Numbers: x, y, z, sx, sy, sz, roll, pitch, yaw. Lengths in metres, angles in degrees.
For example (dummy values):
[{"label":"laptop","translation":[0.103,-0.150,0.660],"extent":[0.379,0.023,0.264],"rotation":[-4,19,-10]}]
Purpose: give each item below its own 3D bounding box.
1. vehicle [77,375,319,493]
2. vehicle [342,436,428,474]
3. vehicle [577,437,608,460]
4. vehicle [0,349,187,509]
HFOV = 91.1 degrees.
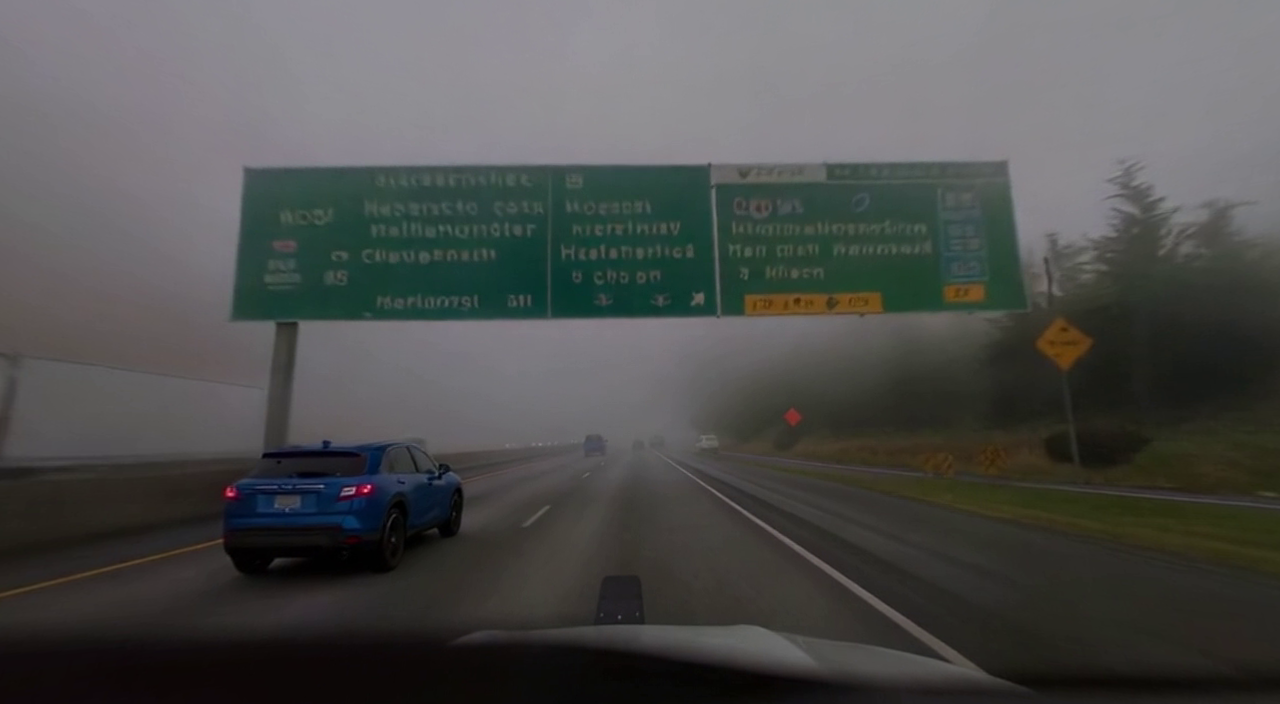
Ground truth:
[{"label":"vehicle","translation":[-16.530,3.272,24.746],"extent":[2.910,3.732,8.947],"rotation":[-1,-8,0]},{"label":"vehicle","translation":[-12.514,5.076,31.211],"extent":[2.197,1.702,4.842],"rotation":[0,-8,0]},{"label":"vehicle","translation":[-3.560,7.315,47.887],"extent":[2.125,1.662,4.336],"rotation":[0,-8,-1]},{"label":"vehicle","translation":[-16.579,1.872,15.164],"extent":[2.934,3.737,10.958],"rotation":[0,-8,1]}]
